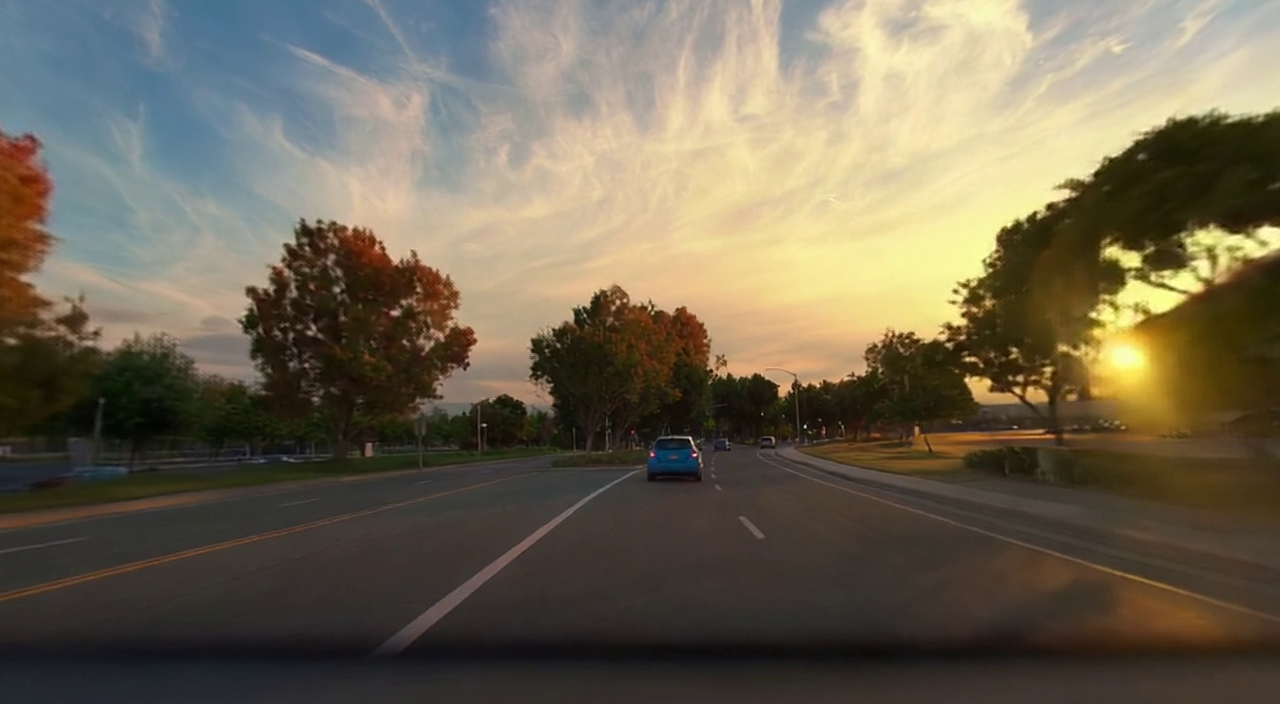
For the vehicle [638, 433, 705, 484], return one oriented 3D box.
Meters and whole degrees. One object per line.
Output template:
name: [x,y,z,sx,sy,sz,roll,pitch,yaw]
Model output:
vehicle: [1.084,3.489,20.910,2.010,1.535,3.735,-1,-8,5]
